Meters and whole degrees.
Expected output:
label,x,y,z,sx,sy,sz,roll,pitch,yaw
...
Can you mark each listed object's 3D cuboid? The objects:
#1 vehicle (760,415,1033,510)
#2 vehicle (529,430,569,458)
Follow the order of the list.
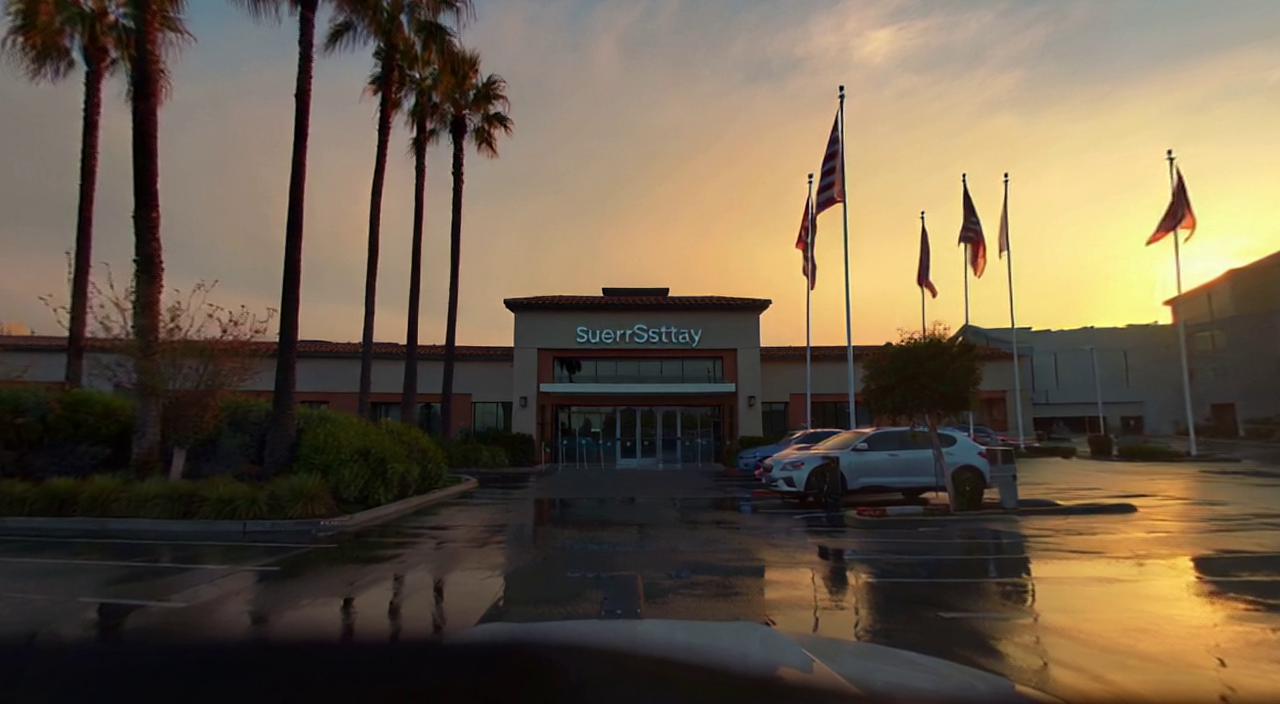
label,x,y,z,sx,sy,sz,roll,pitch,yaw
vehicle,4.883,2.174,12.565,4.567,1.723,1.926,0,-8,0
vehicle,-6.641,6.776,46.314,1.943,1.890,4.472,-3,-8,4
